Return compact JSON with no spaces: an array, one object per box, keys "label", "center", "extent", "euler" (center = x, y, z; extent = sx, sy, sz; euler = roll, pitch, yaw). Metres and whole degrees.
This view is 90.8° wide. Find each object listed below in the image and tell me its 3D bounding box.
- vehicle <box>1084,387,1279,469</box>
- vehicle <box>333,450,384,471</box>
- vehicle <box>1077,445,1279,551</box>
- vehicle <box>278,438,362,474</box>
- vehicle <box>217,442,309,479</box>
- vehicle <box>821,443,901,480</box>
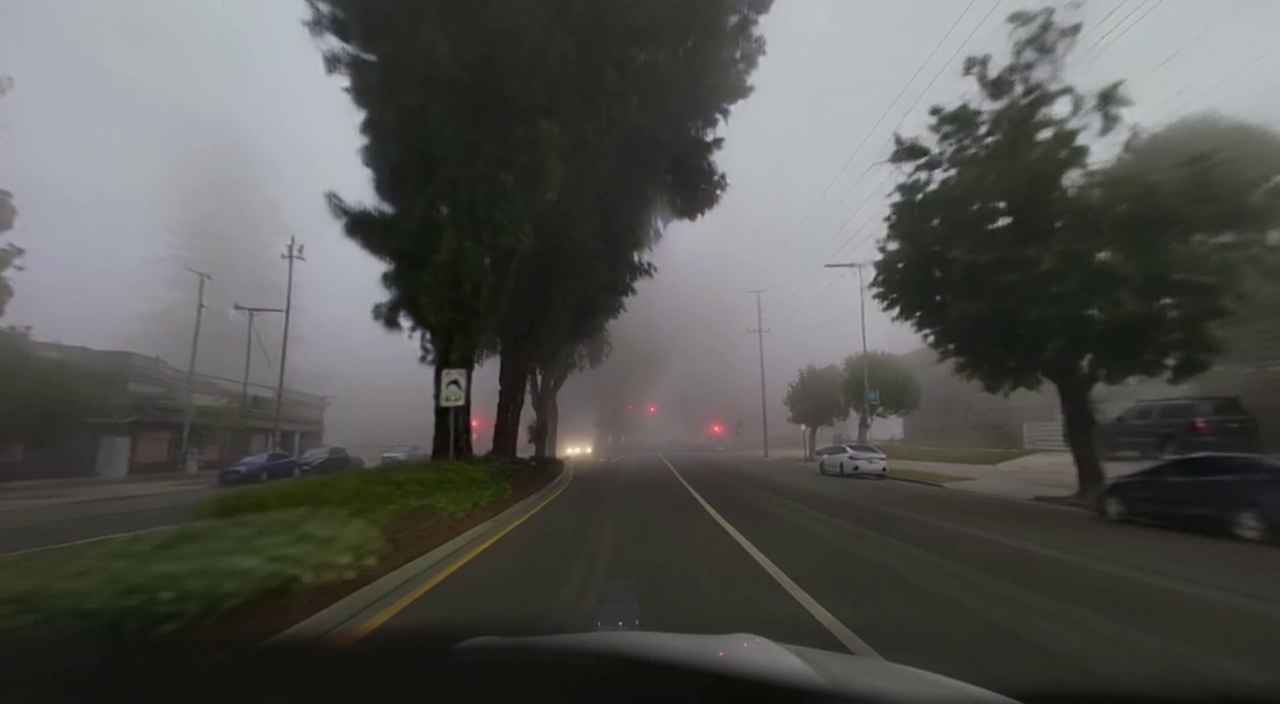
[{"label":"vehicle","center":[18.875,2.732,22.017],"extent":[2.179,2.441,5.974],"euler":[0,-9,-3]},{"label":"vehicle","center":[-19.080,7.339,42.983],"extent":[1.928,1.336,3.353],"euler":[0,-9,0]},{"label":"vehicle","center":[9.865,2.295,10.507],"extent":[1.926,1.464,4.436],"euler":[0,-9,-1]},{"label":"vehicle","center":[-19.176,6.215,38.207],"extent":[2.085,1.957,5.548],"euler":[-1,-8,1]},{"label":"vehicle","center":[-19.424,5.604,32.833],"extent":[1.966,1.753,4.634],"euler":[0,-9,-2]},{"label":"vehicle","center":[9.960,4.964,28.946],"extent":[1.919,1.546,4.730],"euler":[0,-9,0]}]
